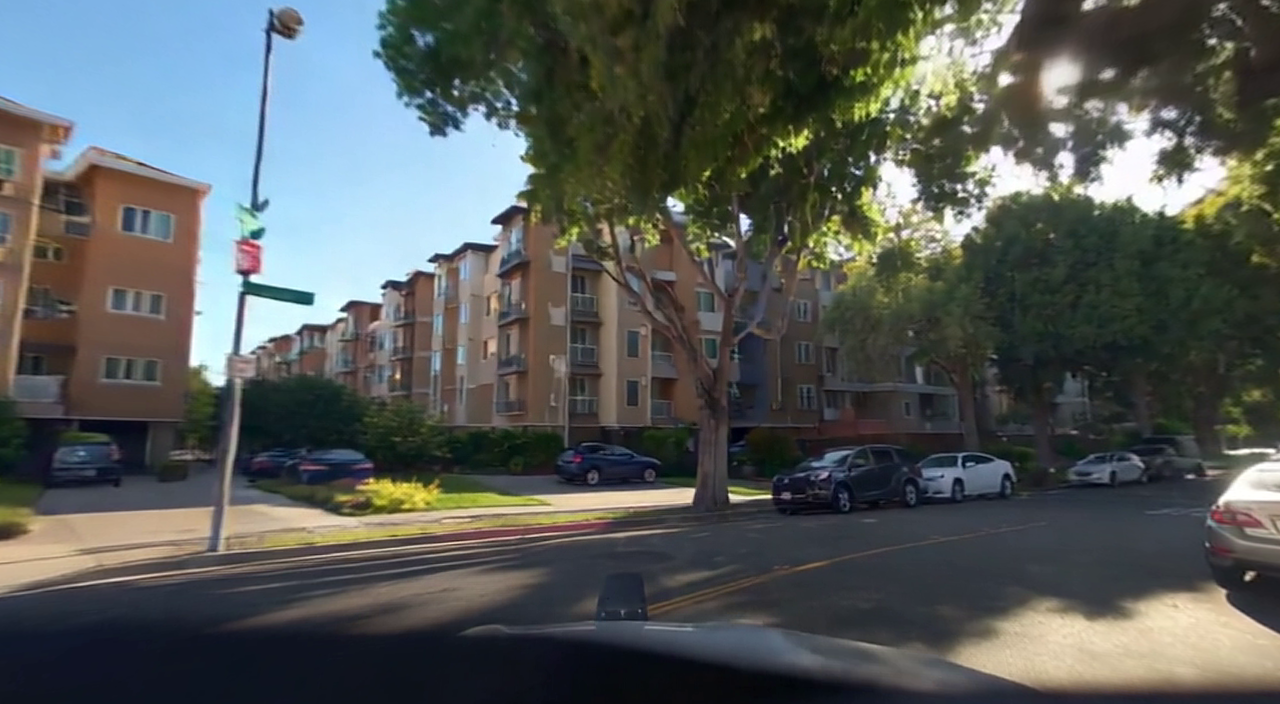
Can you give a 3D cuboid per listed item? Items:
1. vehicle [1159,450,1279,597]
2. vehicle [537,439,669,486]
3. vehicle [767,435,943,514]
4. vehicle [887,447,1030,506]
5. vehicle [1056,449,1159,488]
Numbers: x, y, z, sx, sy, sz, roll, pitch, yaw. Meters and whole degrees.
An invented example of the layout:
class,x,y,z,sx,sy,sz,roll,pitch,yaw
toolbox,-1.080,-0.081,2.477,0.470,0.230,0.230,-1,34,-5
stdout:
class,x,y,z,sx,sy,sz,roll,pitch,yaw
vehicle,8.341,1.894,7.497,4.634,1.424,1.966,6,-10,-33
vehicle,-1.156,3.802,22.048,1.812,1.458,4.714,-7,-11,40
vehicle,5.632,3.085,16.362,4.584,1.744,1.946,6,-11,-36
vehicle,9.735,3.686,19.201,4.696,1.478,1.902,5,-11,-37
vehicle,19.267,4.715,25.982,4.313,1.463,1.921,6,-10,-33
